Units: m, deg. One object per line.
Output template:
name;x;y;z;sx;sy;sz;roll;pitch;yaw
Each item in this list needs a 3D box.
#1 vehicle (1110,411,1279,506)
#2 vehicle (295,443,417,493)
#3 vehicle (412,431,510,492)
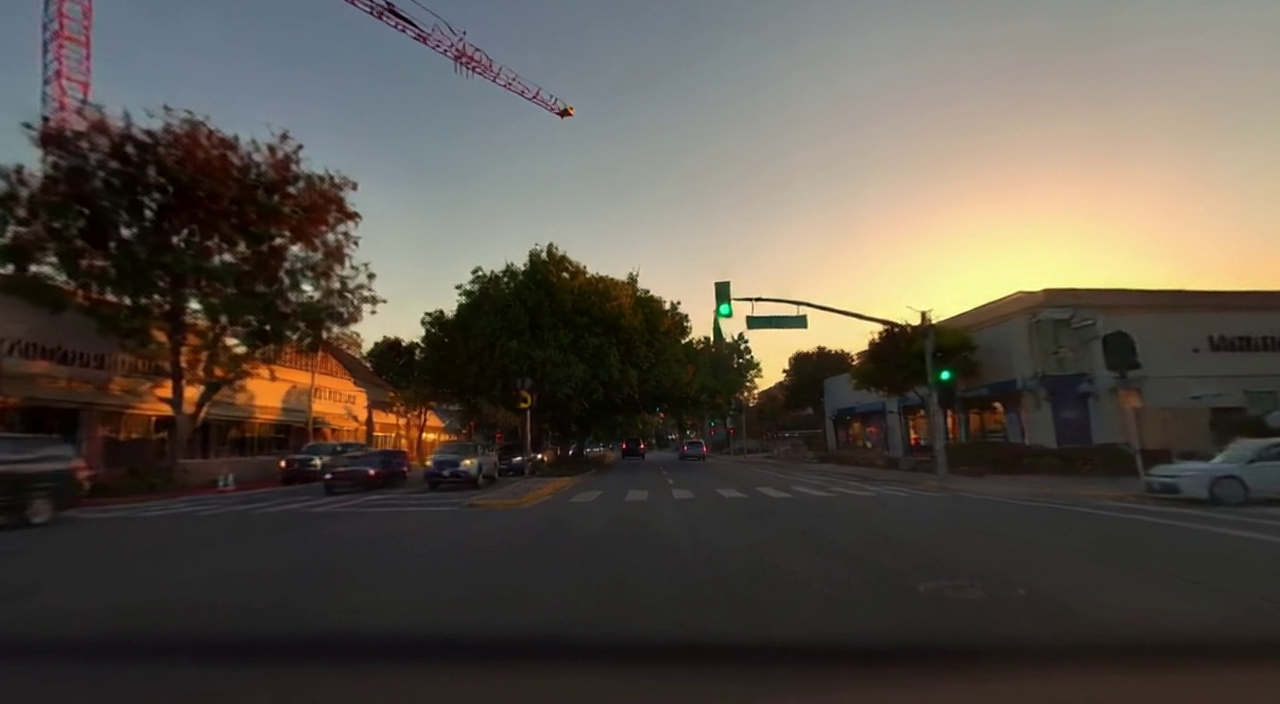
vehicle;12.815;2.140;12.868;4.641;1.772;2.080;-1;-9;7
vehicle;-9.124;3.747;20.792;1.947;1.434;4.557;0;-8;-1
vehicle;-5.820;3.563;21.089;1.983;1.715;4.466;-2;-8;0
